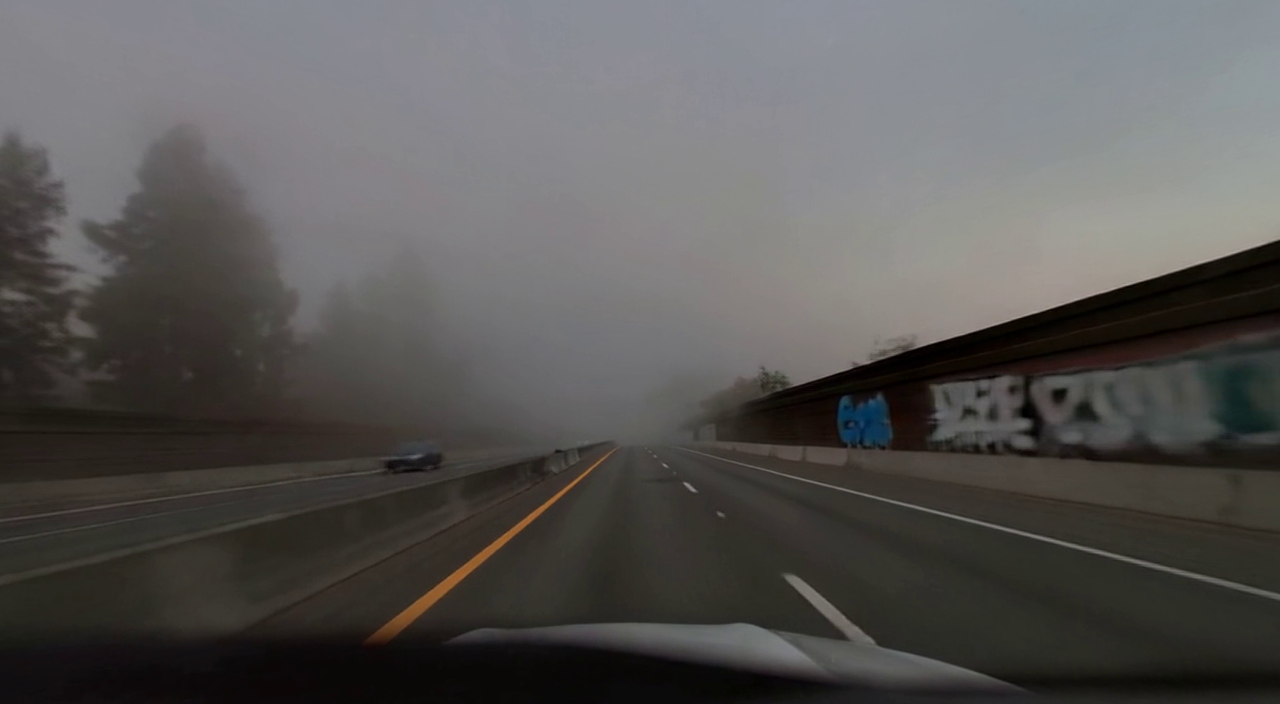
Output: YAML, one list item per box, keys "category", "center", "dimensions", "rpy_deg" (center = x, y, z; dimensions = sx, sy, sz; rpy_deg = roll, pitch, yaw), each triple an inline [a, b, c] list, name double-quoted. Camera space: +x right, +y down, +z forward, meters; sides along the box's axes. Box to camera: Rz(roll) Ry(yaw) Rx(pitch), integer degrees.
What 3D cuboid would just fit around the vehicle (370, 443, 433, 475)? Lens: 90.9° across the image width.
- category: "vehicle"
  center: [-13.027, 5.841, 34.743]
  dimensions: [1.809, 1.557, 4.394]
  rpy_deg: [0, -8, -1]
